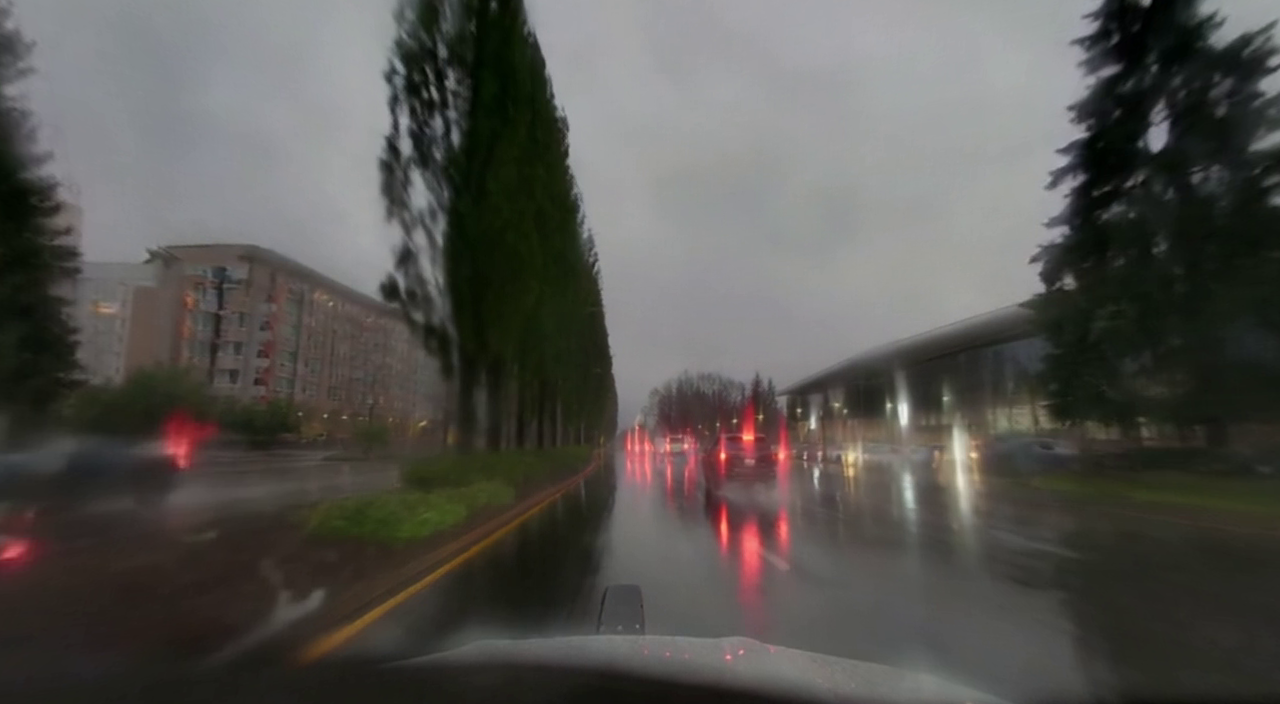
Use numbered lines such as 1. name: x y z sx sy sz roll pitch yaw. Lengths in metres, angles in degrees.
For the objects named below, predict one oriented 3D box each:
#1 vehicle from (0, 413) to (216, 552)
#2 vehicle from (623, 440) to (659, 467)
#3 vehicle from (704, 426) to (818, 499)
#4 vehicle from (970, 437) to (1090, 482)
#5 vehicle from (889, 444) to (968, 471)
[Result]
1. vehicle: -9.107 1.883 9.555 2.093 1.728 4.735 0 -9 0
2. vehicle: 0.032 6.336 39.634 2.145 1.572 4.021 0 -9 -1
3. vehicle: 3.276 3.136 18.227 2.235 1.806 4.818 0 -9 -1
4. vehicle: 15.962 4.409 26.210 1.812 1.687 4.579 1 -9 -3
5. vehicle: 17.320 6.312 37.990 3.958 1.524 2.061 3 -10 -20
